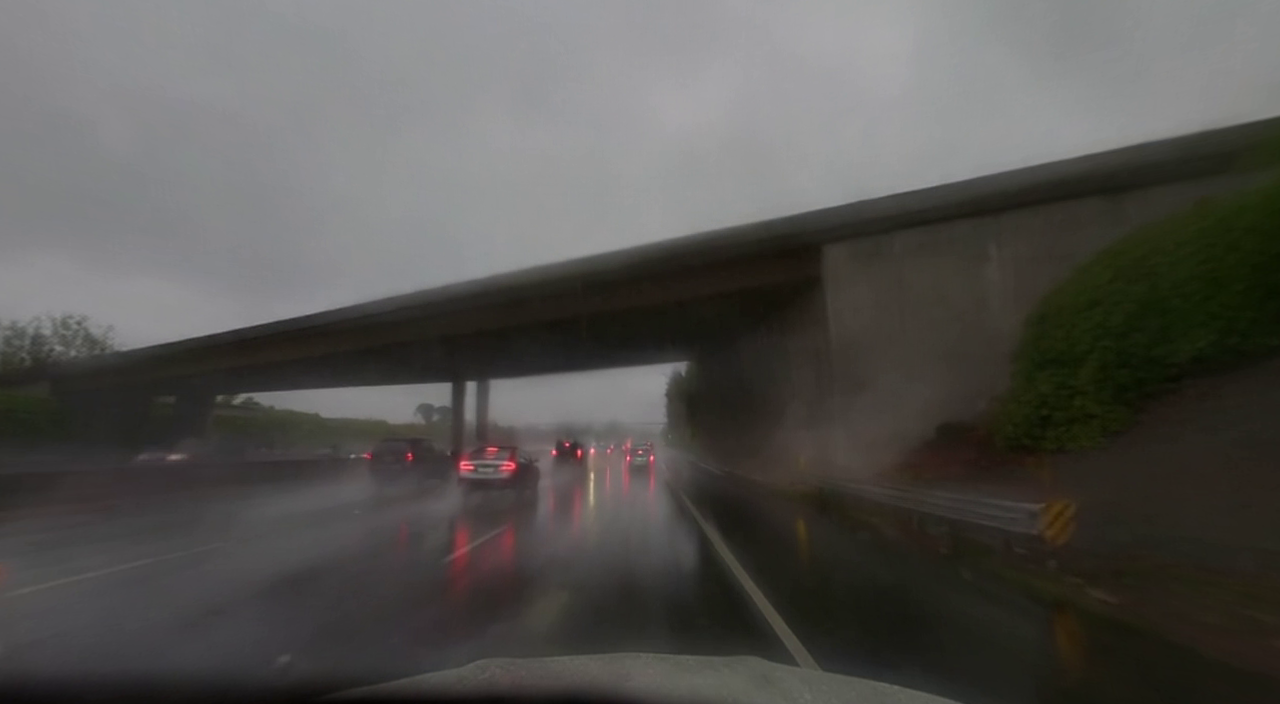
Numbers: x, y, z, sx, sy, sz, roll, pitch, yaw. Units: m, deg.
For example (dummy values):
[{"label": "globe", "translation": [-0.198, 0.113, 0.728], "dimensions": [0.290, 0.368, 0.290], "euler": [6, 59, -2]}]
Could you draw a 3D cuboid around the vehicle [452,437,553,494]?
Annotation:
[{"label": "vehicle", "translation": [-4.003, 3.372, 19.141], "dimensions": [1.997, 1.490, 4.471], "euler": [0, -8, 1]}]

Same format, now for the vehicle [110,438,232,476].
[{"label": "vehicle", "translation": [-21.826, 4.869, 29.527], "dimensions": [1.977, 1.602, 4.794], "euler": [0, -8, 1]}]

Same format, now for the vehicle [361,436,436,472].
[{"label": "vehicle", "translation": [-11.871, 5.006, 31.211], "dimensions": [1.954, 1.640, 4.339], "euler": [0, -8, 1]}]

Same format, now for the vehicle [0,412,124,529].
[{"label": "vehicle", "translation": [-11.069, 1.813, 9.554], "dimensions": [2.119, 1.816, 5.019], "euler": [0, -8, 0]}]

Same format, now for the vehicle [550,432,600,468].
[{"label": "vehicle", "translation": [-3.574, 5.523, 35.616], "dimensions": [2.237, 1.841, 4.683], "euler": [0, -8, 1]}]

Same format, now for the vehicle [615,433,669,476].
[{"label": "vehicle", "translation": [0.069, 4.380, 27.166], "dimensions": [2.160, 1.678, 4.178], "euler": [0, -8, 0]}]
